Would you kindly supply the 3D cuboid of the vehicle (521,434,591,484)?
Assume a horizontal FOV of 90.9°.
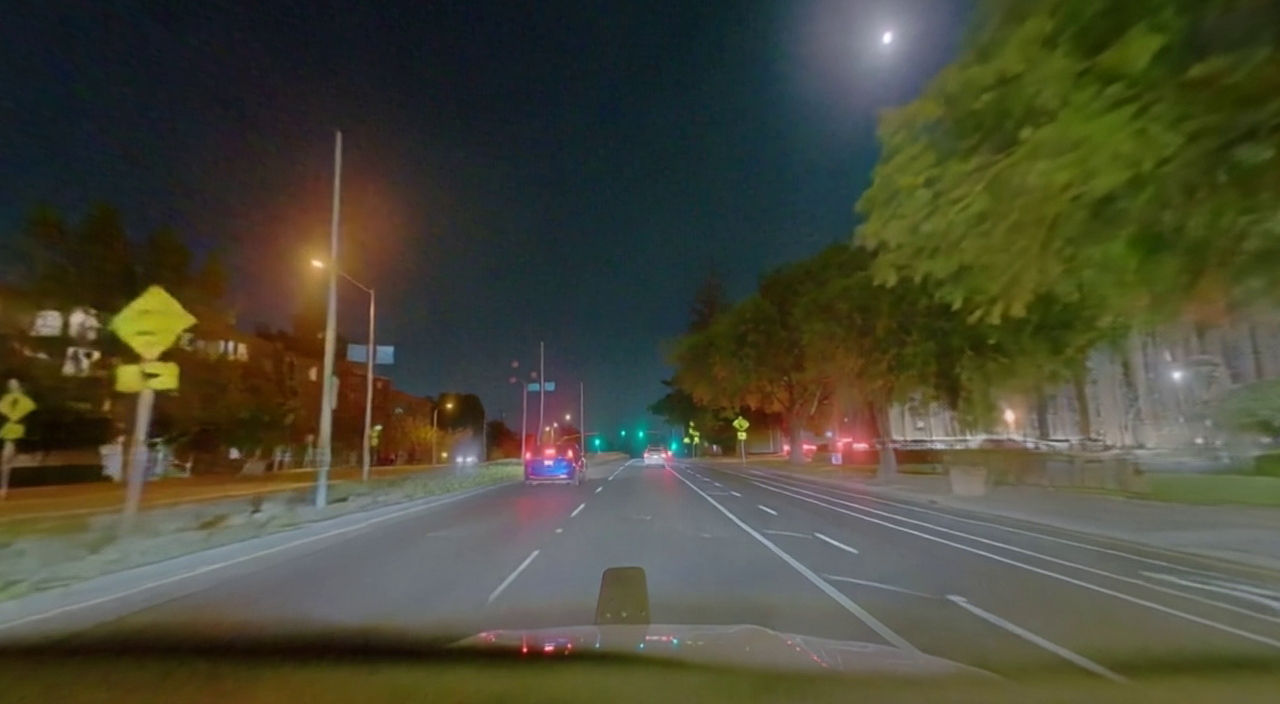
[{"bbox_3d":[-3.303,4.322,25.710,2.150,1.812,4.423,0,-9,1],"label":"vehicle"}]
